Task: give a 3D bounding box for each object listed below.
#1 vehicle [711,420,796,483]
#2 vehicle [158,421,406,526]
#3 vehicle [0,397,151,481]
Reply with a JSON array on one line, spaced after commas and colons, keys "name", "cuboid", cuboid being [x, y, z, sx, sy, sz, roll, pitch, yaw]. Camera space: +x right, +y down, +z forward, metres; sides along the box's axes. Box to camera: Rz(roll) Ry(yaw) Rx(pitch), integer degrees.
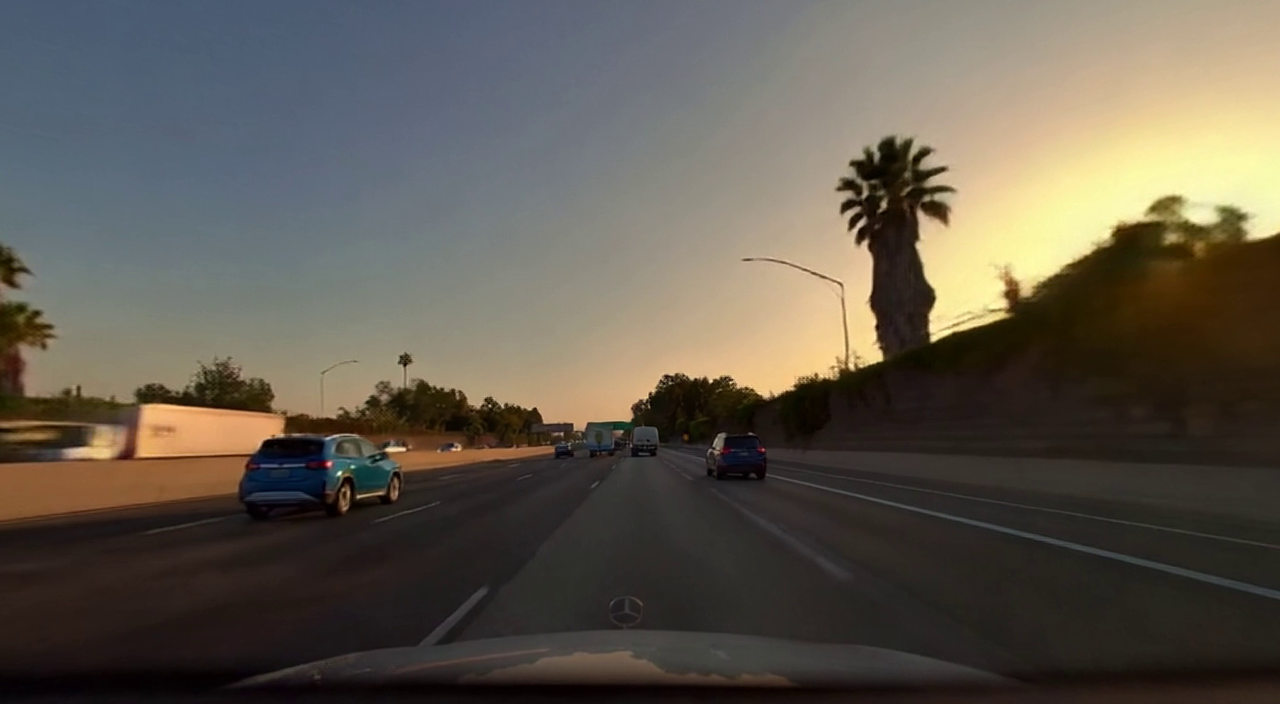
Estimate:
[{"name": "vehicle", "cuboid": [4.338, 3.900, 25.028, 2.408, 2.210, 4.999, 0, -8, 0]}, {"name": "vehicle", "cuboid": [-7.033, 2.424, 13.250, 2.289, 1.774, 4.871, 0, -8, 1]}, {"name": "vehicle", "cuboid": [-28.196, 4.274, 30.839, 3.024, 3.640, 6.776, 0, -8, 0]}]
